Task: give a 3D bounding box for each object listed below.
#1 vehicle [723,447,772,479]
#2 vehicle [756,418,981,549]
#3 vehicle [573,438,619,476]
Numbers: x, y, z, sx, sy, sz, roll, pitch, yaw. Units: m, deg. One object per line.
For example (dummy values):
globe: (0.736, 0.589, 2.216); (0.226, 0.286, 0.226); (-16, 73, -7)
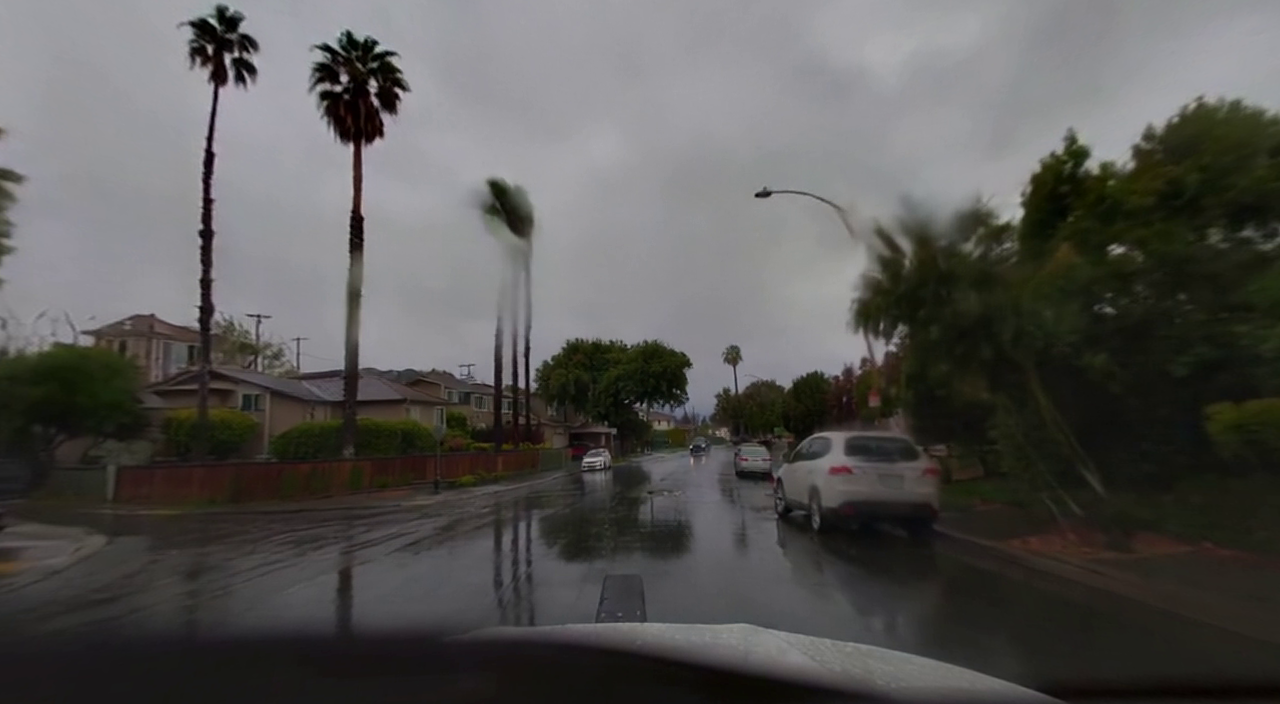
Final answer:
vehicle: (5.193, 5.393, 30.880); (1.942, 1.465, 4.123); (-1, -8, 4)
vehicle: (3.670, 2.205, 11.348); (2.197, 1.816, 4.845); (0, -8, 0)
vehicle: (-3.084, 7.574, 44.994); (2.053, 1.713, 4.850); (-4, -21, 10)
